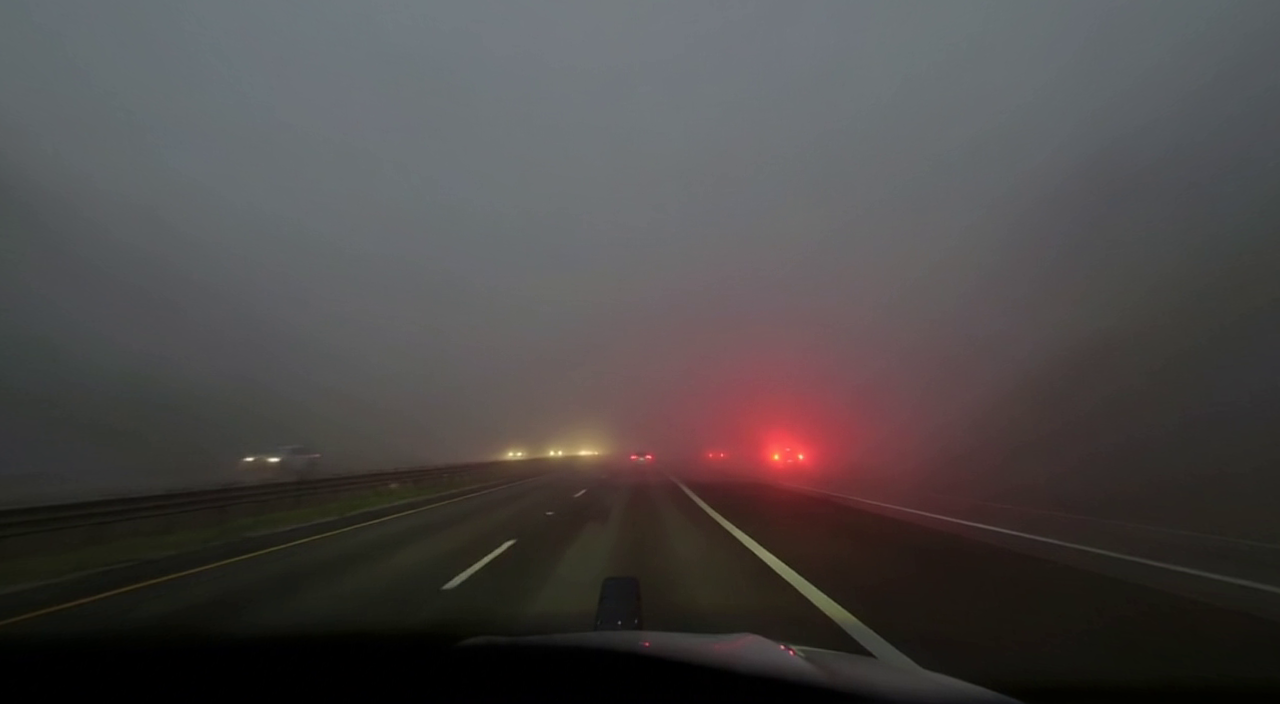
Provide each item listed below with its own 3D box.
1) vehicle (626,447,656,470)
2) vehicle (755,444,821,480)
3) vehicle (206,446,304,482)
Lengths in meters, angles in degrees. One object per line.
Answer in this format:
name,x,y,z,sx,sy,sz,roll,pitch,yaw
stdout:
vehicle,0.077,7.513,44.512,2.025,1.526,4.181,0,-9,0
vehicle,6.947,5.214,29.949,2.008,1.533,4.592,0,-9,-1
vehicle,-19.324,5.613,31.755,1.955,1.678,4.699,0,-9,0
